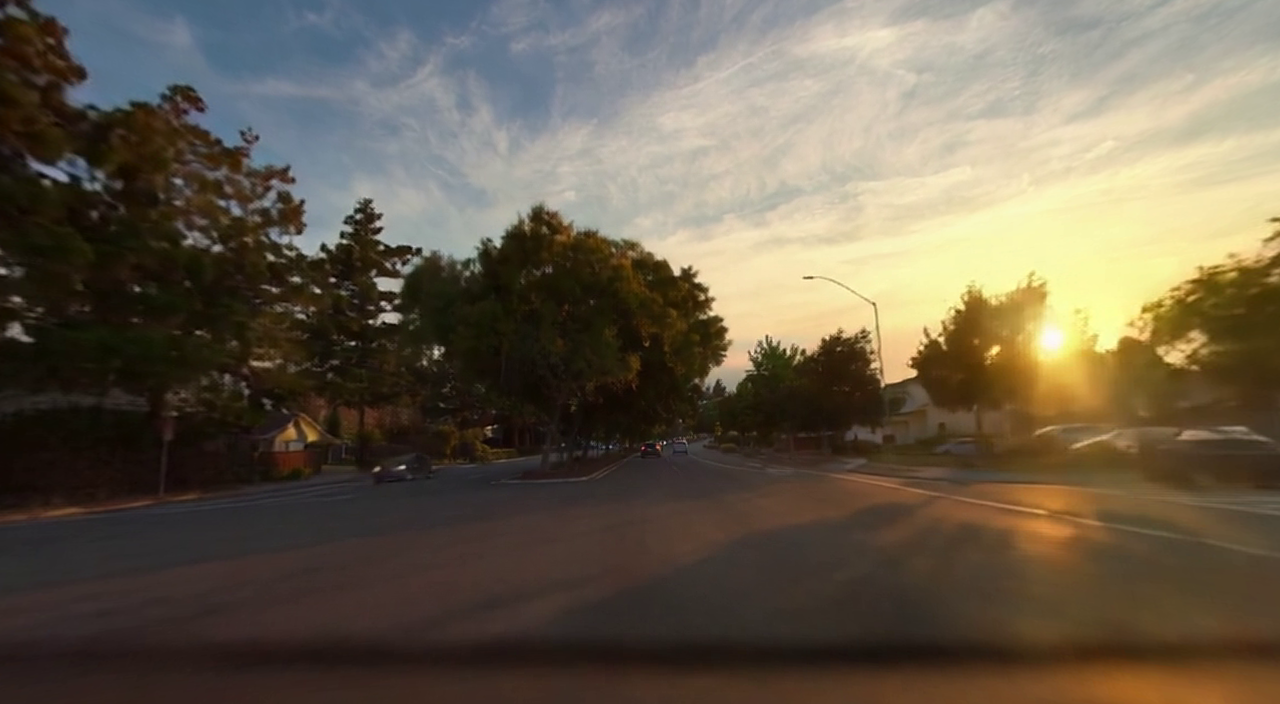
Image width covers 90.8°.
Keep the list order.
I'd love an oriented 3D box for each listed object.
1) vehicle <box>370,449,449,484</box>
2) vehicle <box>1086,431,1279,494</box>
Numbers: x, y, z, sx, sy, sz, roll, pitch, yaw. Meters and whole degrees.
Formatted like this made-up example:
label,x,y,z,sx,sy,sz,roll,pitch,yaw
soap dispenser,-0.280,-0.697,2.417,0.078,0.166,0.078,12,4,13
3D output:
label,x,y,z,sx,sy,sz,roll,pitch,yaw
vehicle,-10.486,5.215,29.117,1.960,1.465,4.194,0,-9,2
vehicle,15.977,3.133,18.092,4.696,1.651,2.218,-3,-9,20
